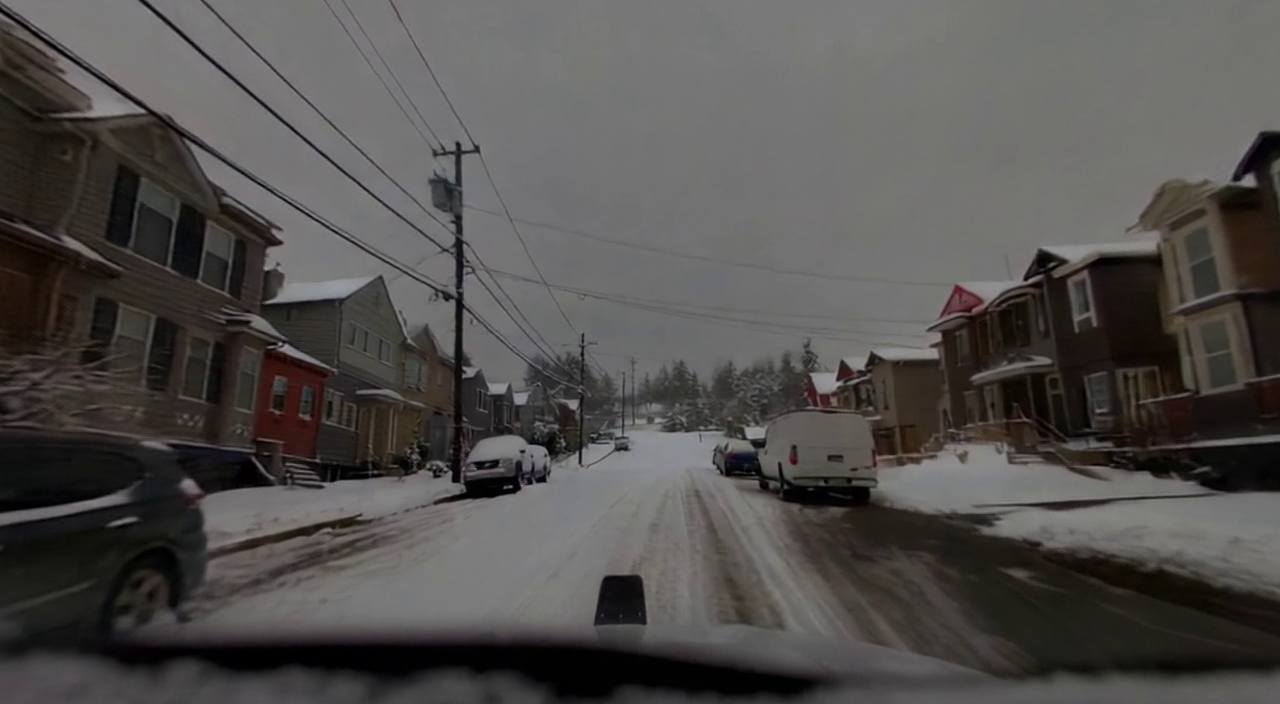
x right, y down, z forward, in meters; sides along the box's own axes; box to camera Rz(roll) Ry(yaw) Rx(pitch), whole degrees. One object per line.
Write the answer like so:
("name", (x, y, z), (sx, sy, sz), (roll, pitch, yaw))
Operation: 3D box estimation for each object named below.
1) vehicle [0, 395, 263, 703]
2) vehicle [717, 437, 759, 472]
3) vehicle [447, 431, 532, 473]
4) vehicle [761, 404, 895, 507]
("vehicle", (-3.972, 0.933, 2.620), (1.960, 1.507, 4.542), (-1, -6, 1))
("vehicle", (5.344, 5.627, 34.993), (1.961, 1.777, 4.189), (0, -8, 4))
("vehicle", (-7.514, 5.000, 31.794), (3.684, 1.628, 1.792), (5, -5, 3))
("vehicle", (4.581, 2.573, 16.180), (2.343, 2.229, 4.199), (0, -8, 3))
